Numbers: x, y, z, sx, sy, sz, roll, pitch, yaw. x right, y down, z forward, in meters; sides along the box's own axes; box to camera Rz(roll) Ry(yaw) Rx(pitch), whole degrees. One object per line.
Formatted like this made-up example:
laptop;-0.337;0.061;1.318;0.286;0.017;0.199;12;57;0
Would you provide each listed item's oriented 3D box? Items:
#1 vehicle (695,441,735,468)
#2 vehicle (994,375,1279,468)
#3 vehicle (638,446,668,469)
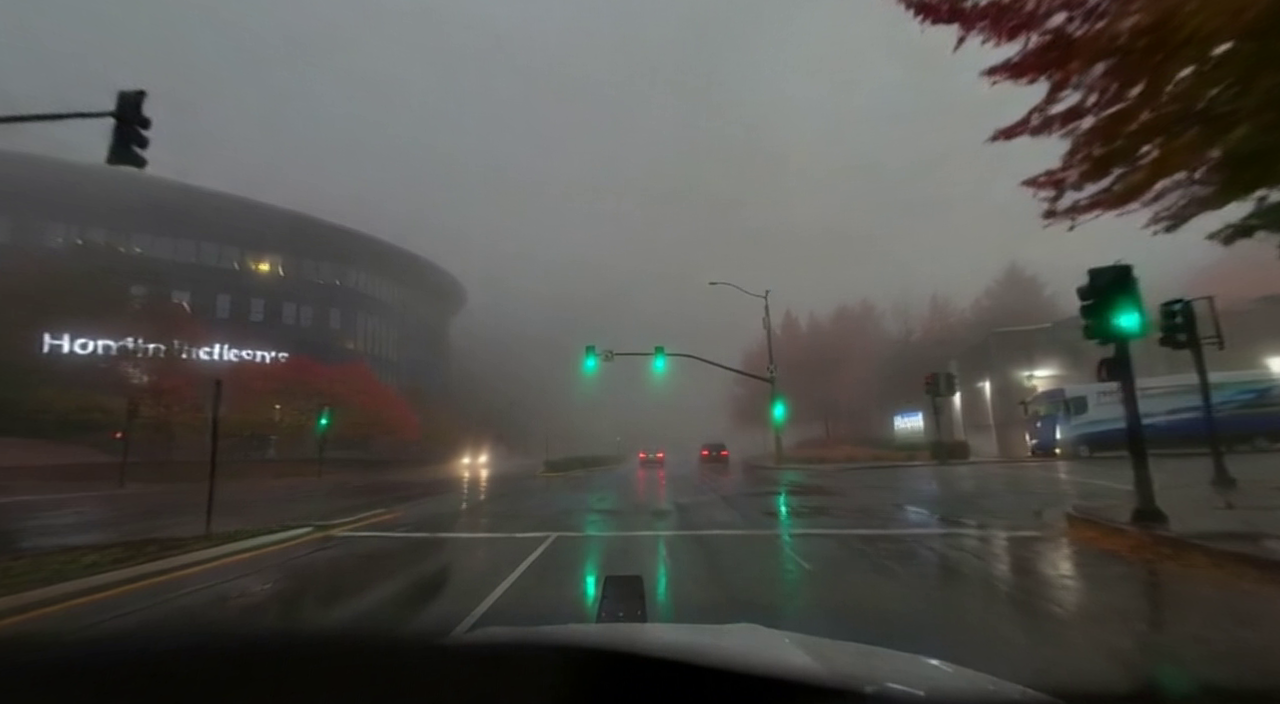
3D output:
vehicle;5.063;6.990;43.086;2.174;1.749;4.739;0;-9;1
vehicle;21.055;2.904;25.733;10.893;3.534;3.195;-1;-9;5
vehicle;1.014;7.720;46.224;2.014;1.525;4.197;0;-9;4
